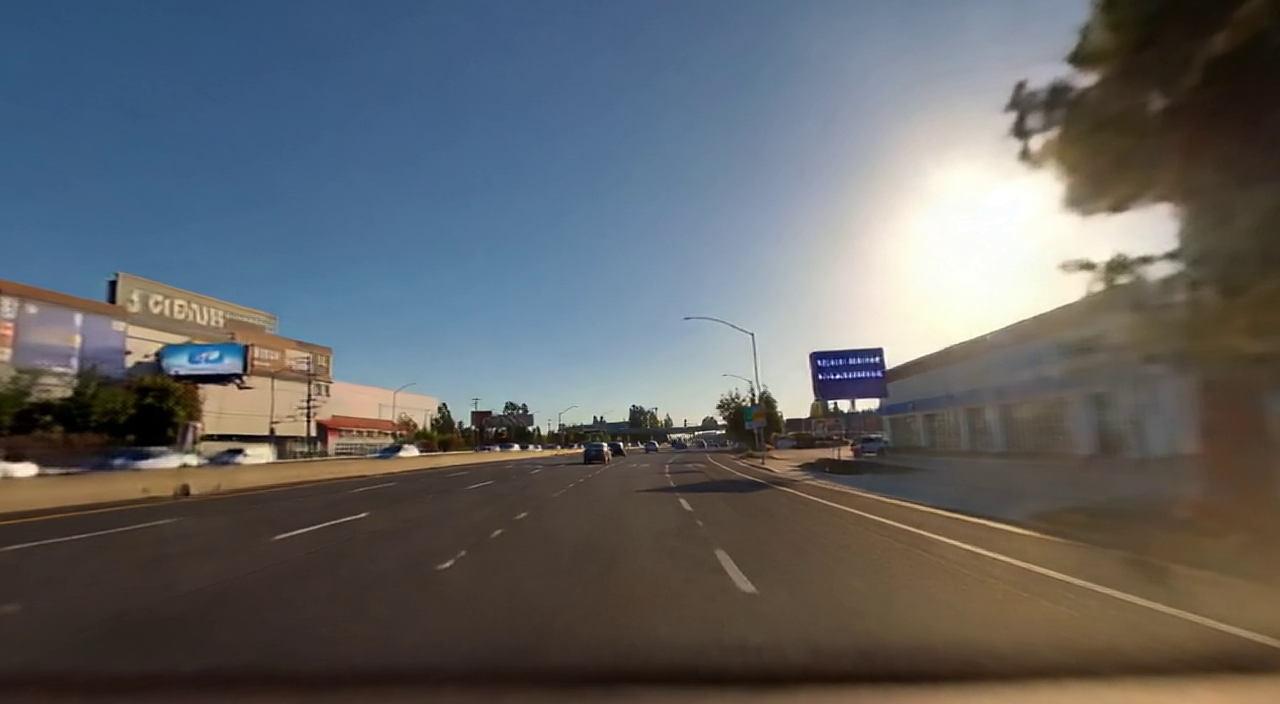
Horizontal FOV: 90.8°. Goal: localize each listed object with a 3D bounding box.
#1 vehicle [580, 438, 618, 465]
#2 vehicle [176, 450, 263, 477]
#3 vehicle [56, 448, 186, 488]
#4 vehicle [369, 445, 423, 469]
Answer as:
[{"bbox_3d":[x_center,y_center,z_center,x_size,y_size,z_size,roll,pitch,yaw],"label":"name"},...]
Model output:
[{"bbox_3d":[-2.738,6.803,43.334,2.139,1.782,4.079,-1,-9,3],"label":"vehicle"},{"bbox_3d":[-29.122,7.690,44.000,2.016,1.734,5.503,-1,-9,3],"label":"vehicle"},{"bbox_3d":[-25.529,5.687,31.375,2.032,1.773,5.009,-1,-9,2],"label":"vehicle"},{"bbox_3d":[-17.706,7.638,46.116,1.958,1.678,4.390,-1,-9,4],"label":"vehicle"}]
